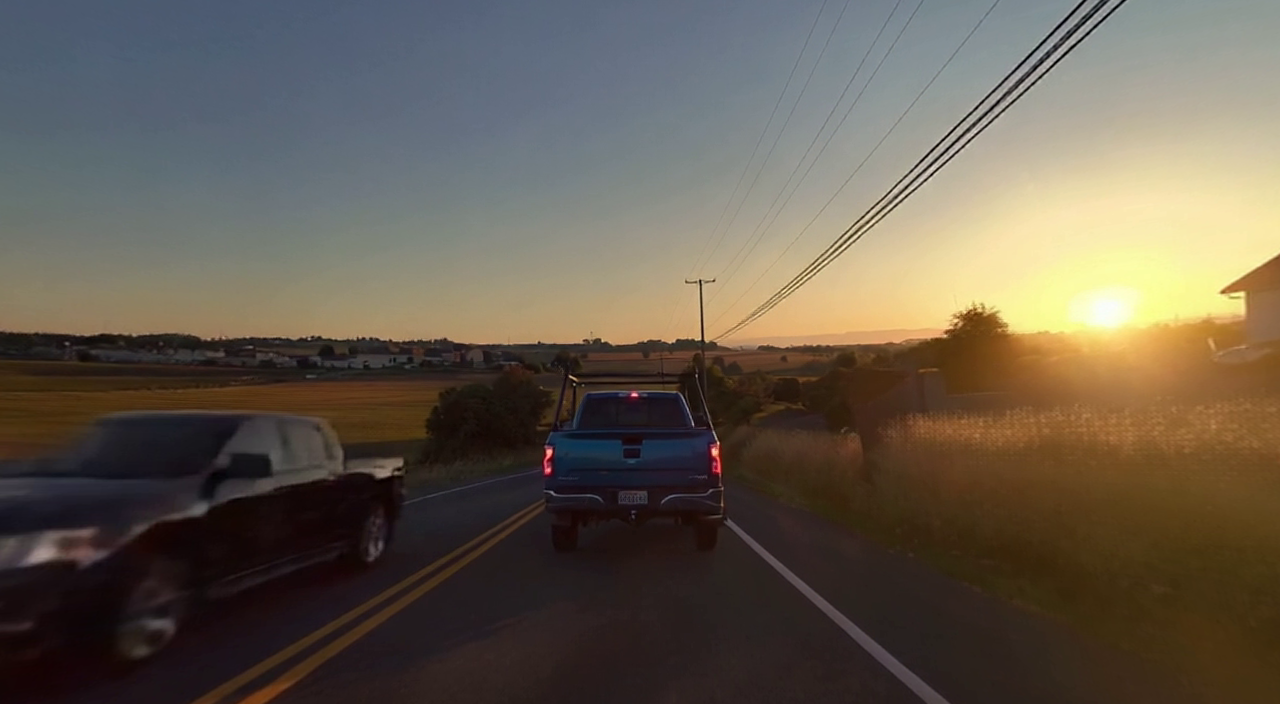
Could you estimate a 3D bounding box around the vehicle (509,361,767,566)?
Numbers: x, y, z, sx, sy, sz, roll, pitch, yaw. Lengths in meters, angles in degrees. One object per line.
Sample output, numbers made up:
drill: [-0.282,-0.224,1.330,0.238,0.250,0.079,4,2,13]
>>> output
vehicle: [-0.098,1.795,10.905,2.912,2.320,7.292,0,-8,-1]

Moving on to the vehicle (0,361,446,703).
vehicle: [-3.759,1.316,5.490,2.343,1.727,5.684,0,-8,0]
